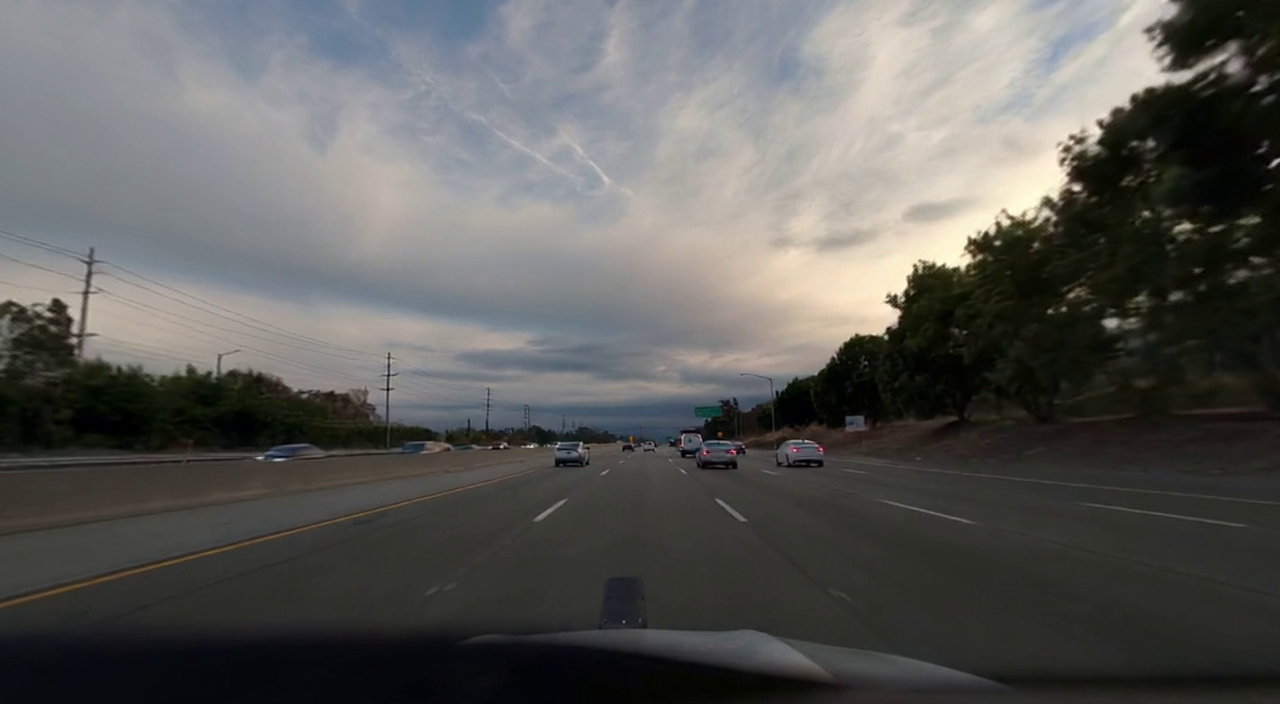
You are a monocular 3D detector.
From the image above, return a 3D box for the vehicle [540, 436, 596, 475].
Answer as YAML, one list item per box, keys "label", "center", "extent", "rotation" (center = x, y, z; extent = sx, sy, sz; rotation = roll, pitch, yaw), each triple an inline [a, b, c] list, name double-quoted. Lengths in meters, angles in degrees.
- label: "vehicle"
  center: [-3.381, 4.967, 30.548]
  extent: [2.106, 1.682, 4.395]
  rotation: [-1, -8, 2]

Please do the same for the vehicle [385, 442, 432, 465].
- label: "vehicle"
  center: [-15.901, 7.005, 43.548]
  extent: [1.777, 1.474, 3.706]
  rotation: [-1, -8, 1]

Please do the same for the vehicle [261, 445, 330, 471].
- label: "vehicle"
  center: [-20.985, 6.448, 38.632]
  extent: [1.752, 1.436, 4.162]
  rotation: [-1, -8, 2]

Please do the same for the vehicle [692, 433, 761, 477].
- label: "vehicle"
  center: [3.462, 4.208, 26.036]
  extent: [2.146, 1.639, 4.475]
  rotation: [-1, -8, -1]

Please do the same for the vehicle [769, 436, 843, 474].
- label: "vehicle"
  center: [7.348, 4.606, 28.500]
  extent: [1.988, 1.518, 4.856]
  rotation: [-1, -8, 0]
